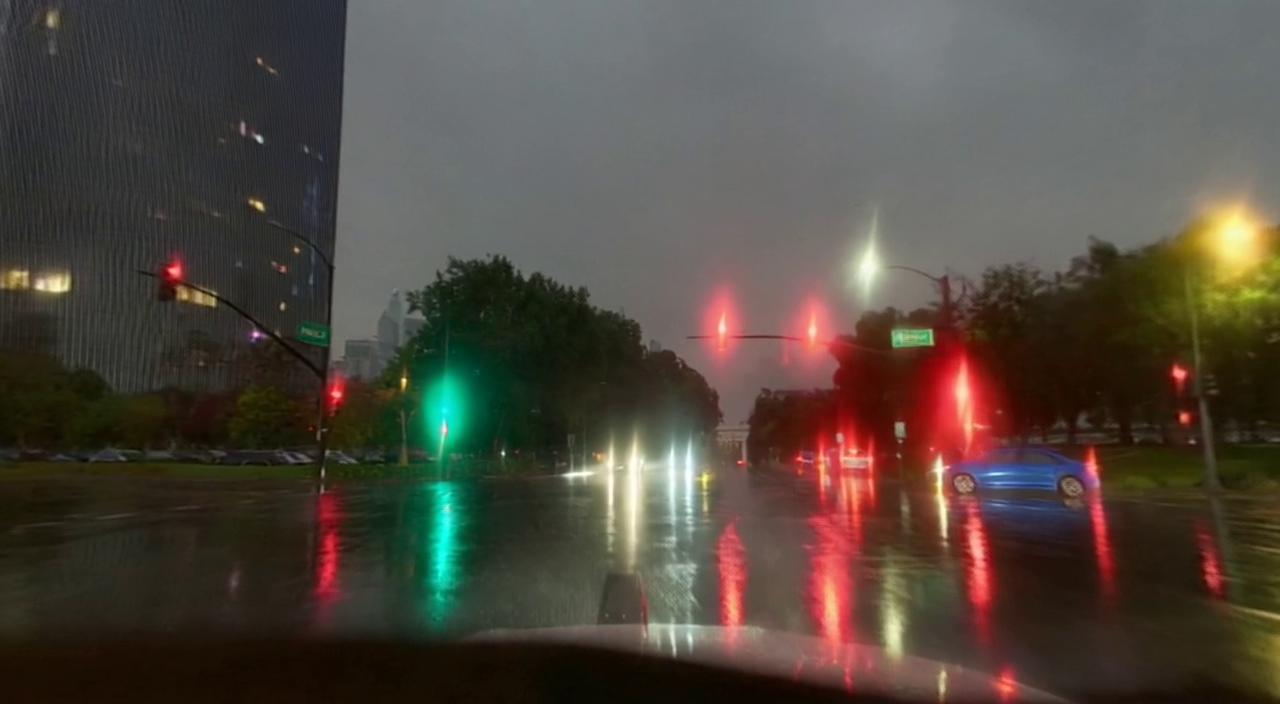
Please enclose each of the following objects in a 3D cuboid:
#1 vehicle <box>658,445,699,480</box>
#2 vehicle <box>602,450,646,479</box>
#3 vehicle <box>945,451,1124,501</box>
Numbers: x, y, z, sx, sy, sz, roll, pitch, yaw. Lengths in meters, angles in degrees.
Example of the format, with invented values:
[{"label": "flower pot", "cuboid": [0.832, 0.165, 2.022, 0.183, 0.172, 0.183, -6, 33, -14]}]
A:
[{"label": "vehicle", "cuboid": [2.049, 5.790, 33.262, 2.018, 1.699, 4.751, -1, -8, 4]}, {"label": "vehicle", "cuboid": [-0.848, 6.522, 36.597, 2.068, 1.486, 4.664, -1, -8, 5]}, {"label": "vehicle", "cuboid": [13.379, 4.162, 21.495, 4.896, 1.503, 1.971, -6, -10, 35]}]
